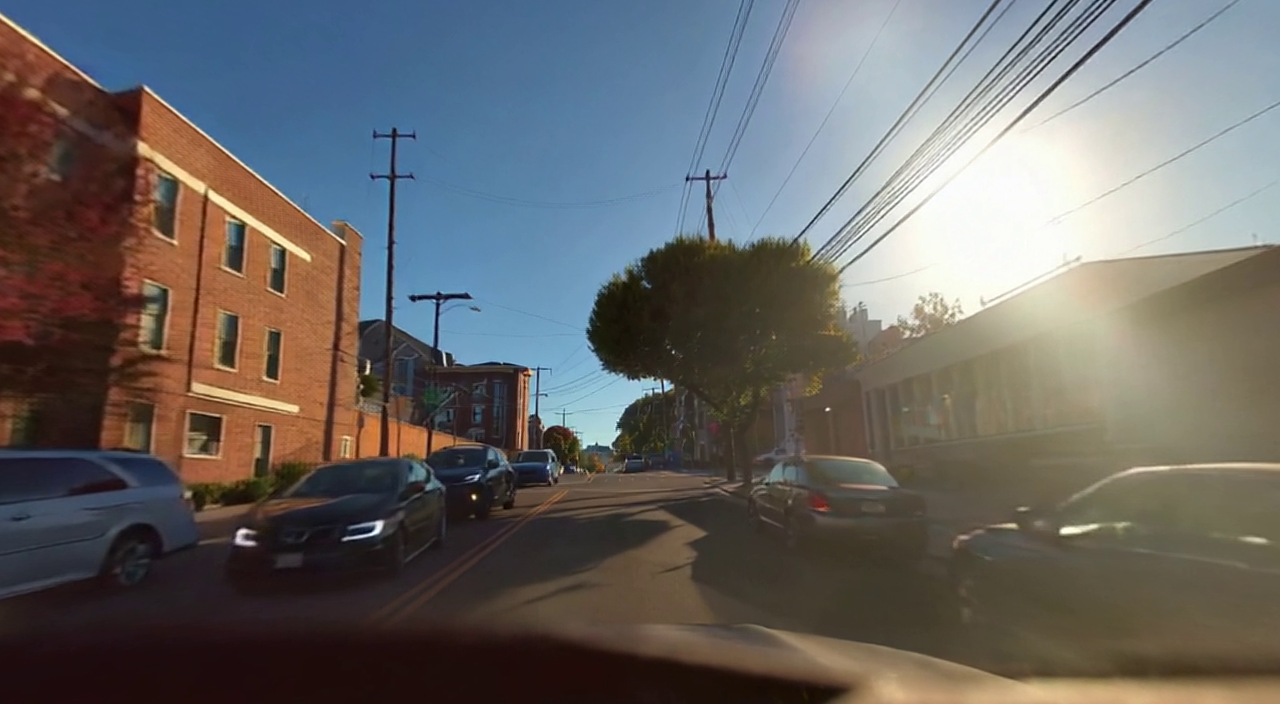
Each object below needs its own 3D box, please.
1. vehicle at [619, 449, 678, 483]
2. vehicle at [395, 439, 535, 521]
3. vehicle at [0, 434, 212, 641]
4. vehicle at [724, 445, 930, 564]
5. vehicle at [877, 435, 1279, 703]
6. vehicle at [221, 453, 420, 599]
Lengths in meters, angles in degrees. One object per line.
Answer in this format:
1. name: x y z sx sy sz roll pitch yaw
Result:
1. vehicle: 0.547 6.266 35.152 2.059 1.736 3.994 -4 -9 21
2. vehicle: -4.416 3.306 16.921 2.236 1.834 4.743 -1 -9 2
3. vehicle: -7.001 1.712 5.812 2.263 1.882 5.706 0 -9 -2
4. vehicle: 2.733 2.330 10.492 1.913 1.509 4.436 0 -9 -2
5. vehicle: 3.142 1.174 3.142 1.946 1.474 4.710 0 -9 -2
6. vehicle: -4.916 2.287 9.423 1.994 1.510 4.802 5 -10 -32
